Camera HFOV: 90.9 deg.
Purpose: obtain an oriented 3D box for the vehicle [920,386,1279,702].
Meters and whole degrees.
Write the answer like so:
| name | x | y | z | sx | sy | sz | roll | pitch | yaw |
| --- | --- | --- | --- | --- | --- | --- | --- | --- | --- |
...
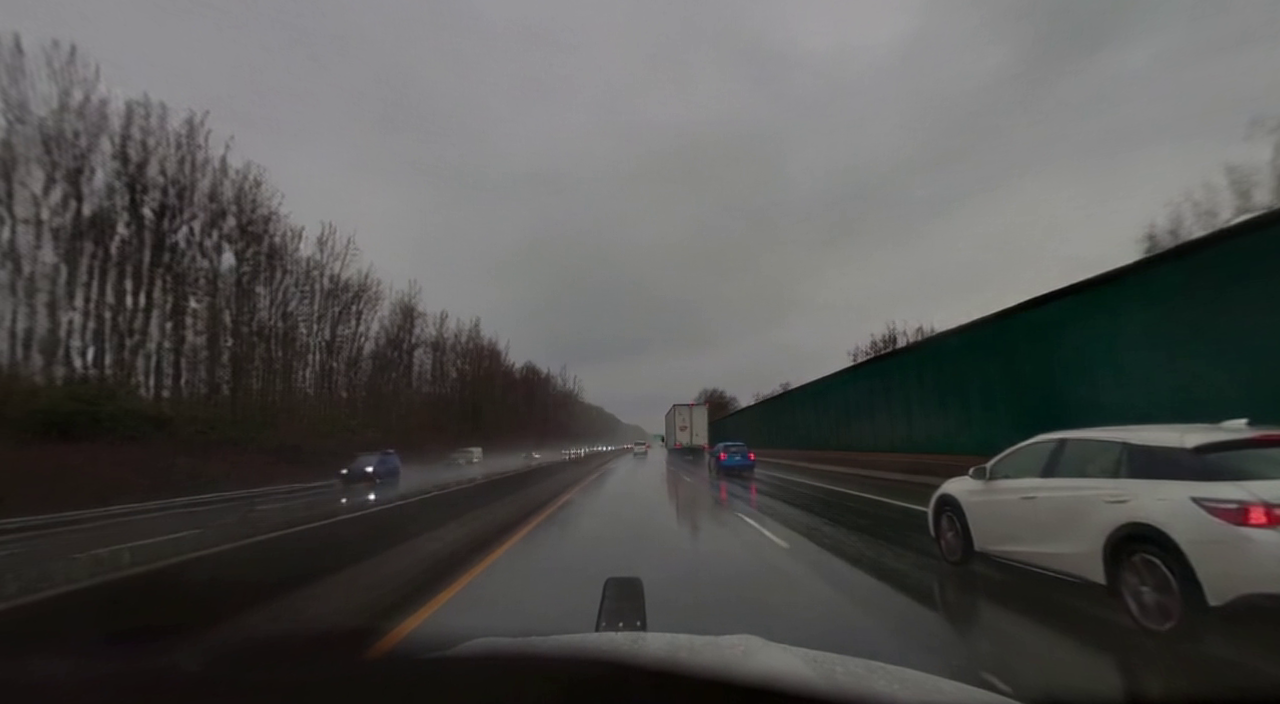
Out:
| name | x | y | z | sx | sy | sz | roll | pitch | yaw |
| --- | --- | --- | --- | --- | --- | --- | --- | --- | --- |
| vehicle | 4.057 | 1.178 | 4.703 | 1.940 | 1.539 | 4.005 | 1 | -8 | -2 |

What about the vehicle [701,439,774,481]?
| name | x | y | z | sx | sy | sz | roll | pitch | yaw |
| --- | --- | --- | --- | --- | --- | --- | --- | --- | --- |
| vehicle | 3.666 | 4.136 | 24.490 | 2.000 | 1.473 | 4.440 | 1 | -8 | -2 |
